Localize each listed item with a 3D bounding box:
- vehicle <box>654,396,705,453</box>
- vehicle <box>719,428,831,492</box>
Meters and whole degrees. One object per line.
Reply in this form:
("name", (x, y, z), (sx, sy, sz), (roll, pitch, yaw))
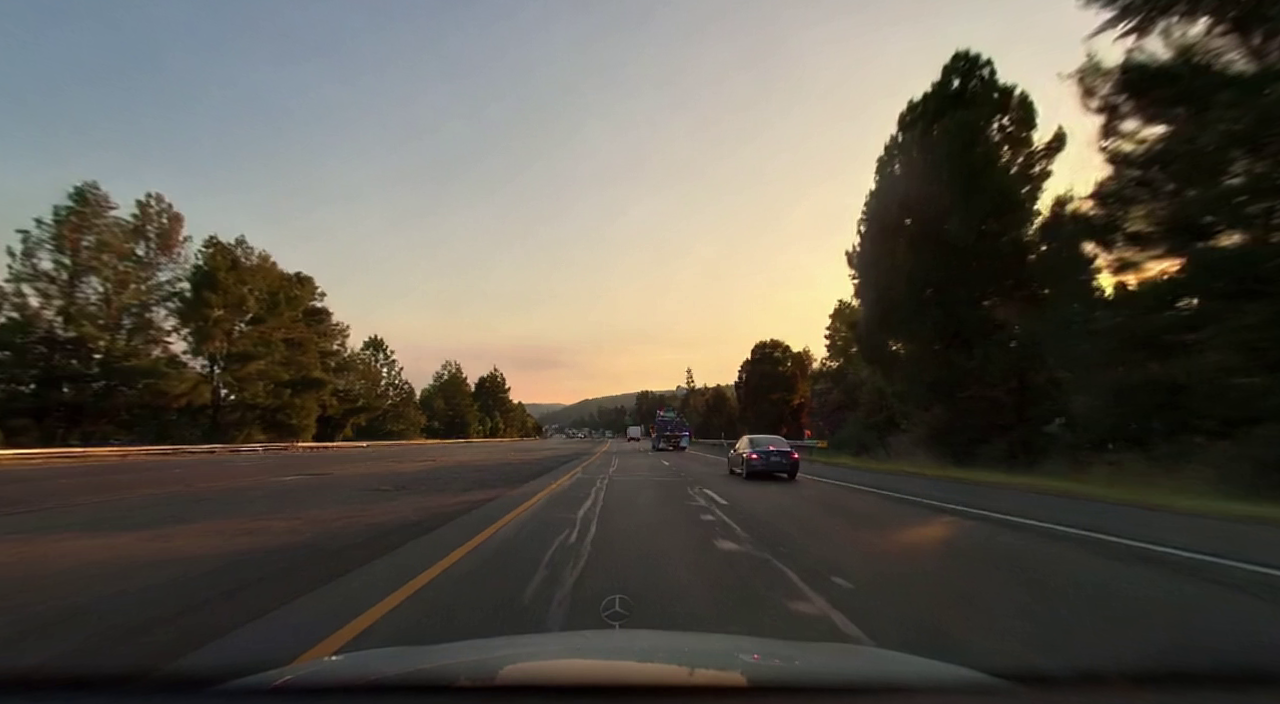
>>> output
("vehicle", (2.891, 5.851, 49.984), (2.911, 3.994, 10.840), (0, -8, -2))
("vehicle", (3.467, 2.833, 16.969), (1.984, 1.482, 3.833), (0, -8, -3))
